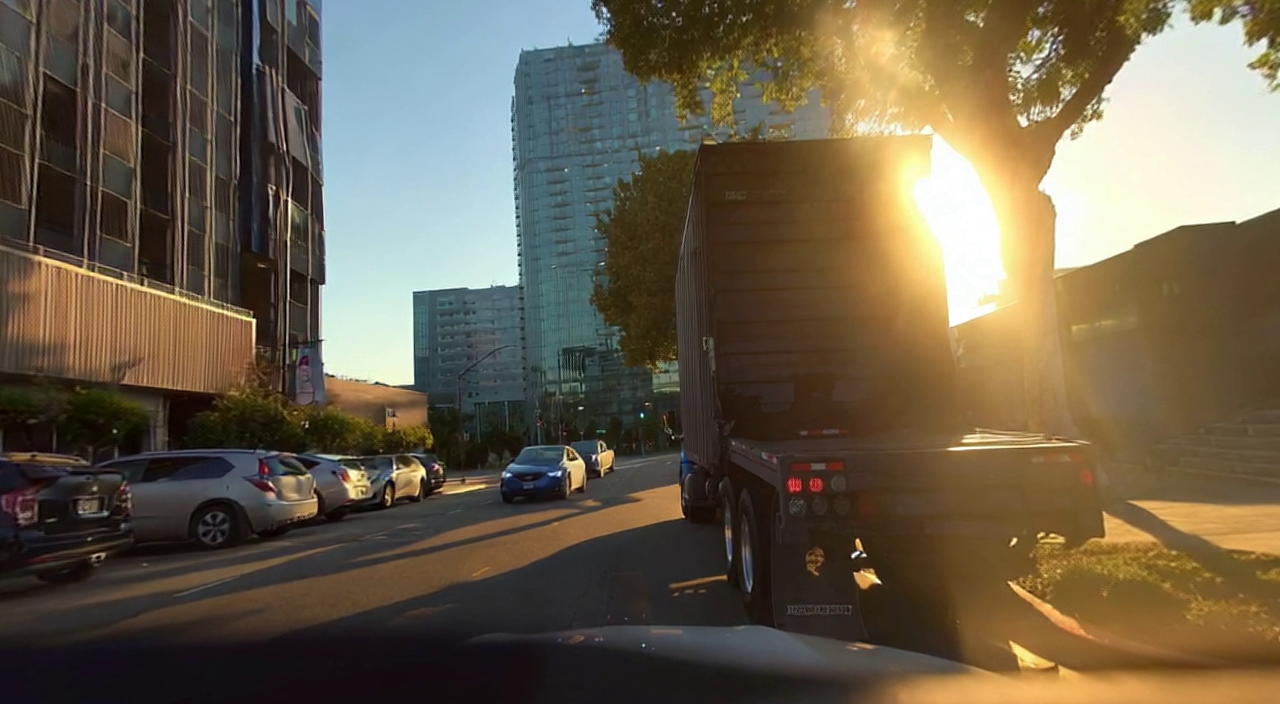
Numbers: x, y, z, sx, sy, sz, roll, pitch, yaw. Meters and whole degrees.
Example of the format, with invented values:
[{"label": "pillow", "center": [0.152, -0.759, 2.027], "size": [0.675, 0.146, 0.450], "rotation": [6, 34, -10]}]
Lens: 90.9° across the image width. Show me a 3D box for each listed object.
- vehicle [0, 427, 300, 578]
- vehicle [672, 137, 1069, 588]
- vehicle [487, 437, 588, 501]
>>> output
[{"label": "vehicle", "center": [-8.118, 2.082, 9.272], "size": [5.022, 1.872, 2.137], "rotation": [7, -11, -40]}, {"label": "vehicle", "center": [2.543, 0.841, 11.443], "size": [3.320, 4.034, 11.553], "rotation": [-1, -8, 6]}, {"label": "vehicle", "center": [-2.700, 3.193, 17.731], "size": [2.183, 1.563, 4.257], "rotation": [0, -8, -1]}]
